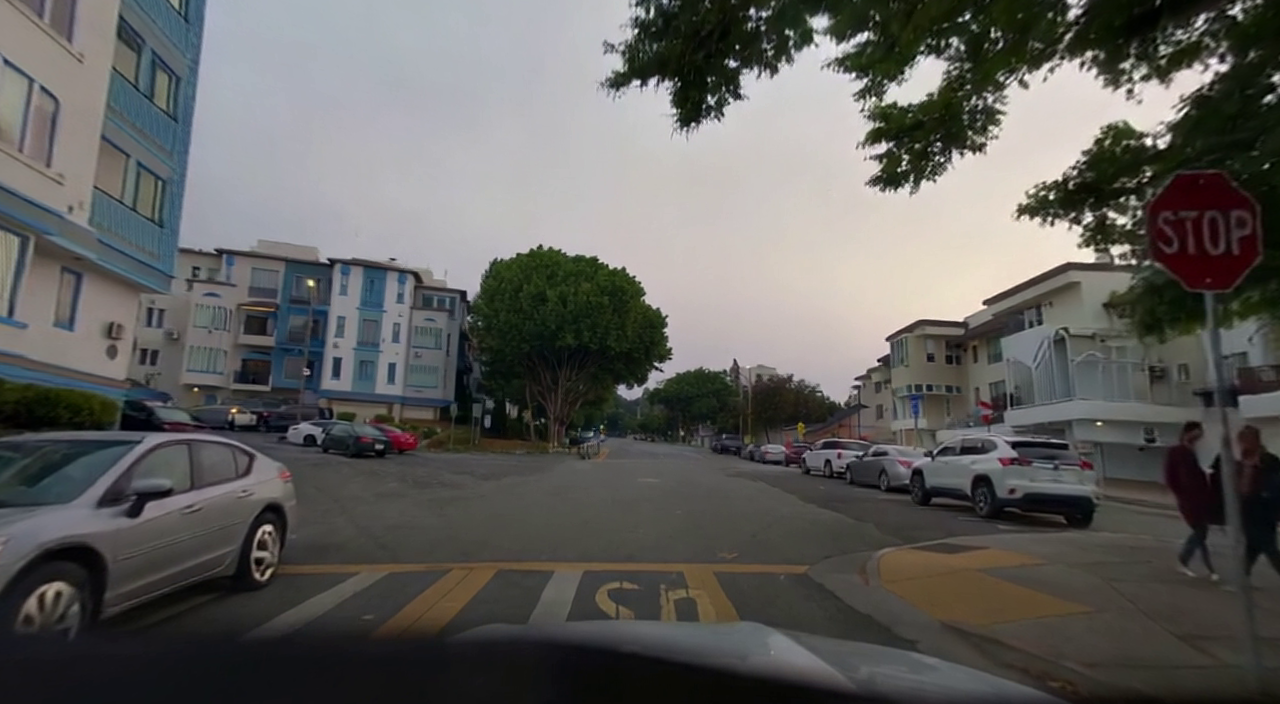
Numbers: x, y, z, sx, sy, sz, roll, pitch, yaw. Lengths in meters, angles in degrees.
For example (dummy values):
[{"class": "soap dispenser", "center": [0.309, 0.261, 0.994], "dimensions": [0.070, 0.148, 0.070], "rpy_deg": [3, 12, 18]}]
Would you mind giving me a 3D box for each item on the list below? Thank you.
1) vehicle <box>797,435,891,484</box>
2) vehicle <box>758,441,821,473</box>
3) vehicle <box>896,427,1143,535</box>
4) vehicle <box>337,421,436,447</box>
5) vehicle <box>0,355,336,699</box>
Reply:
[{"class": "vehicle", "center": [7.867, 4.178, 24.921], "dimensions": [1.917, 1.704, 4.840], "rpy_deg": [0, -9, -2]}, {"class": "vehicle", "center": [7.884, 5.564, 33.738], "dimensions": [2.122, 1.554, 4.777], "rpy_deg": [0, -8, -1]}, {"class": "vehicle", "center": [7.476, 2.566, 13.299], "dimensions": [2.181, 1.792, 5.066], "rpy_deg": [0, -8, 2]}, {"class": "vehicle", "center": [-13.624, 4.475, 34.194], "dimensions": [4.603, 1.335, 1.889], "rpy_deg": [1, -9, -8]}, {"class": "vehicle", "center": [-4.564, 1.146, 4.915], "dimensions": [2.285, 1.712, 5.200], "rpy_deg": [1, -9, -6]}]
